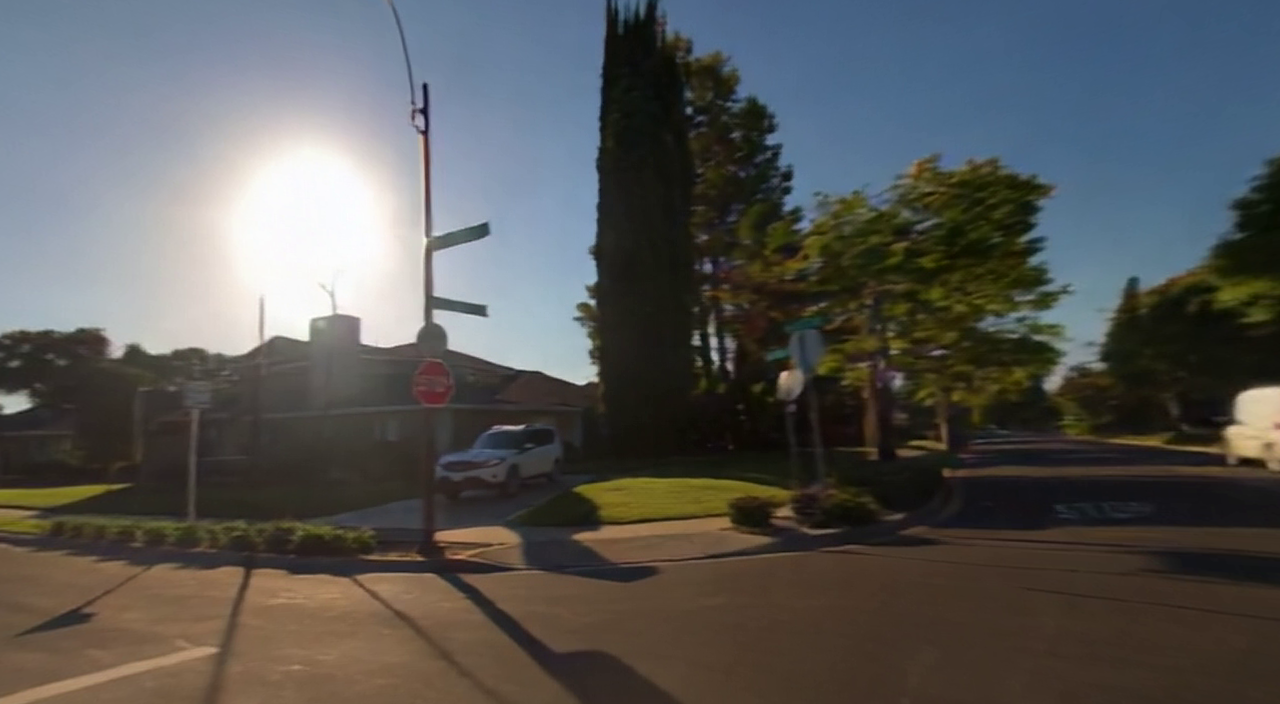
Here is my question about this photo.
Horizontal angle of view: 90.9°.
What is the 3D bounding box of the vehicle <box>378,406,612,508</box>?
[{"bbox_3d":[-3.066,2.316,15.130,2.286,1.915,5.980,-4,-7,24],"label":"vehicle"}]
